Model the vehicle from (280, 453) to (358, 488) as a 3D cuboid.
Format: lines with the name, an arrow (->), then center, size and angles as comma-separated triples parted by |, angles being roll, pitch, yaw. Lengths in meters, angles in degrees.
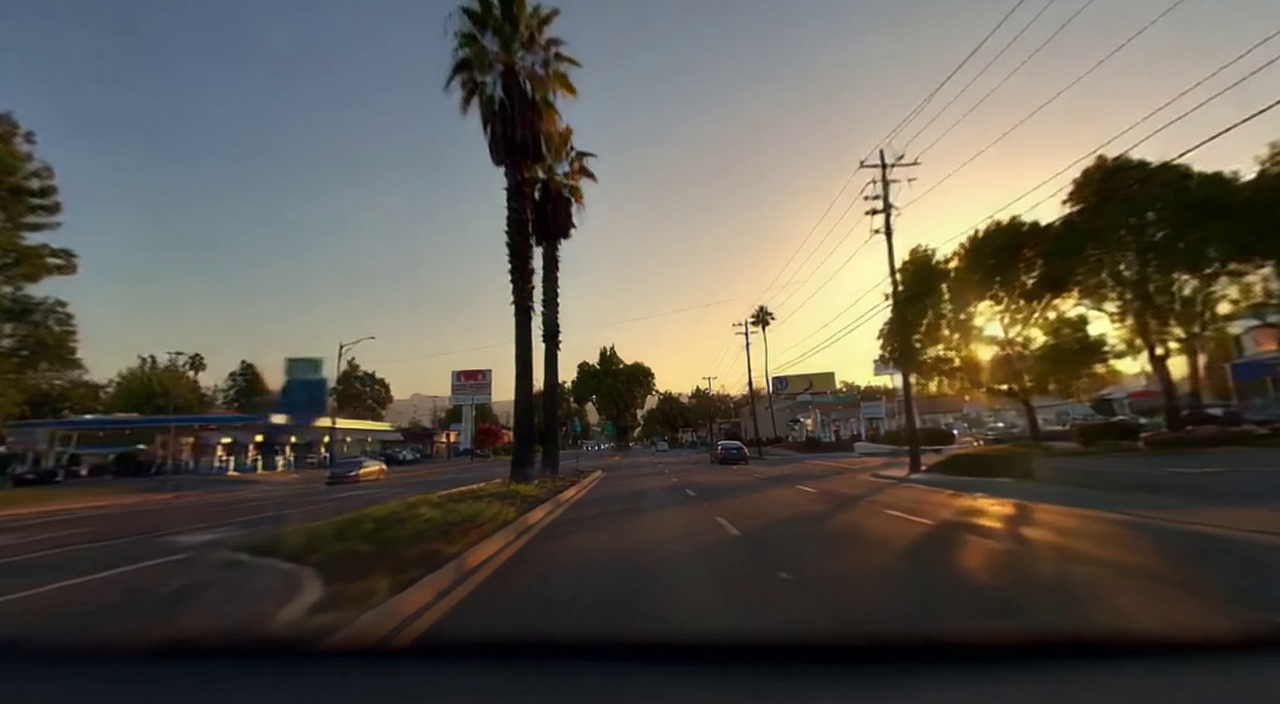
vehicle -> -16.045, 5.904, 31.786 | 1.916, 1.545, 3.896 | 0, -8, -2

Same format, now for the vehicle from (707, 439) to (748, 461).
vehicle -> 6.298, 7.092, 45.968 | 2.261, 1.479, 4.403 | 0, -8, -2
